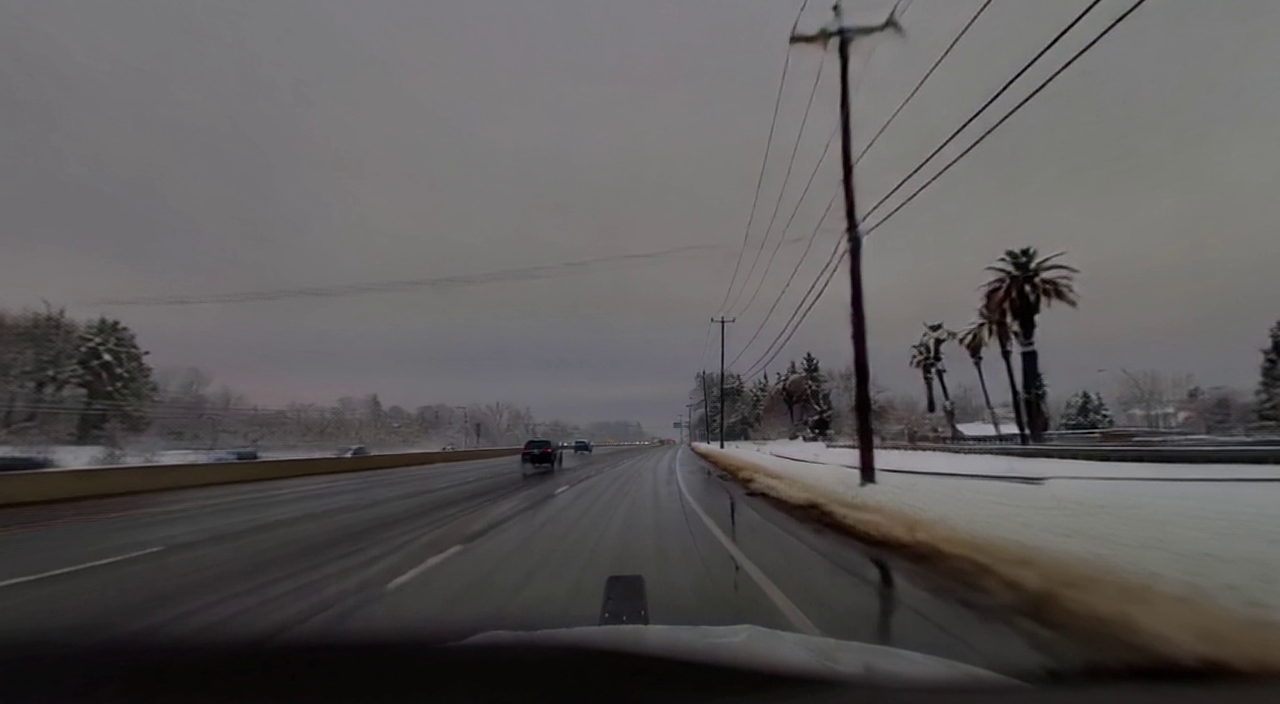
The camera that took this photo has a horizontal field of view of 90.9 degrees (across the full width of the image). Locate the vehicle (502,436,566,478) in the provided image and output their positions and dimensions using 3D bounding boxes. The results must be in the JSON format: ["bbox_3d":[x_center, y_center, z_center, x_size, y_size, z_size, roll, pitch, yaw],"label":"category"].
[{"bbox_3d":[-4.343,4.354,26.526,2.029,1.609,3.935,0,-8,-1],"label":"vehicle"}]
